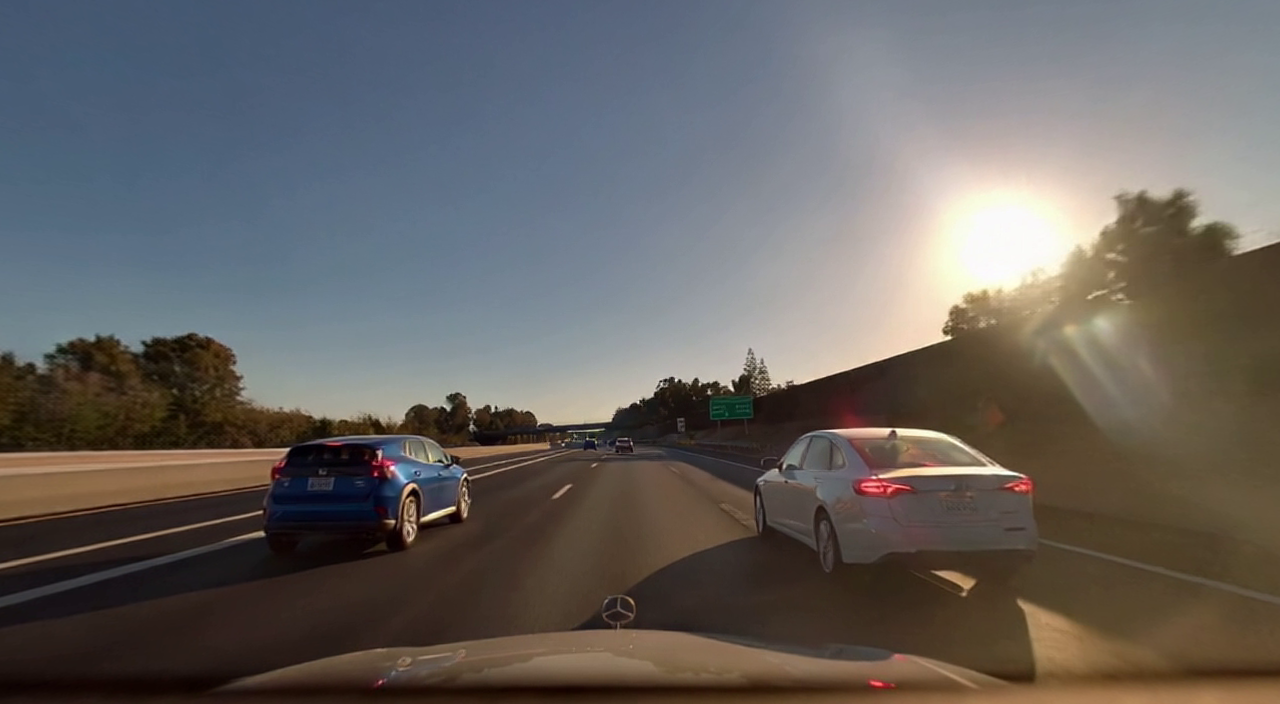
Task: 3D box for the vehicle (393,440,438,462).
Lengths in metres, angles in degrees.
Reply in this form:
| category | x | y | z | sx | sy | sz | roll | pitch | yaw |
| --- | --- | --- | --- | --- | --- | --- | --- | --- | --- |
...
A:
| category | x | y | z | sx | sy | sz | roll | pitch | yaw |
| --- | --- | --- | --- | --- | --- | --- | --- | --- | --- |
| vehicle | -16.859 | 7.443 | 47.420 | 1.911 | 1.576 | 4.301 | 0 | -8 | -1 |
